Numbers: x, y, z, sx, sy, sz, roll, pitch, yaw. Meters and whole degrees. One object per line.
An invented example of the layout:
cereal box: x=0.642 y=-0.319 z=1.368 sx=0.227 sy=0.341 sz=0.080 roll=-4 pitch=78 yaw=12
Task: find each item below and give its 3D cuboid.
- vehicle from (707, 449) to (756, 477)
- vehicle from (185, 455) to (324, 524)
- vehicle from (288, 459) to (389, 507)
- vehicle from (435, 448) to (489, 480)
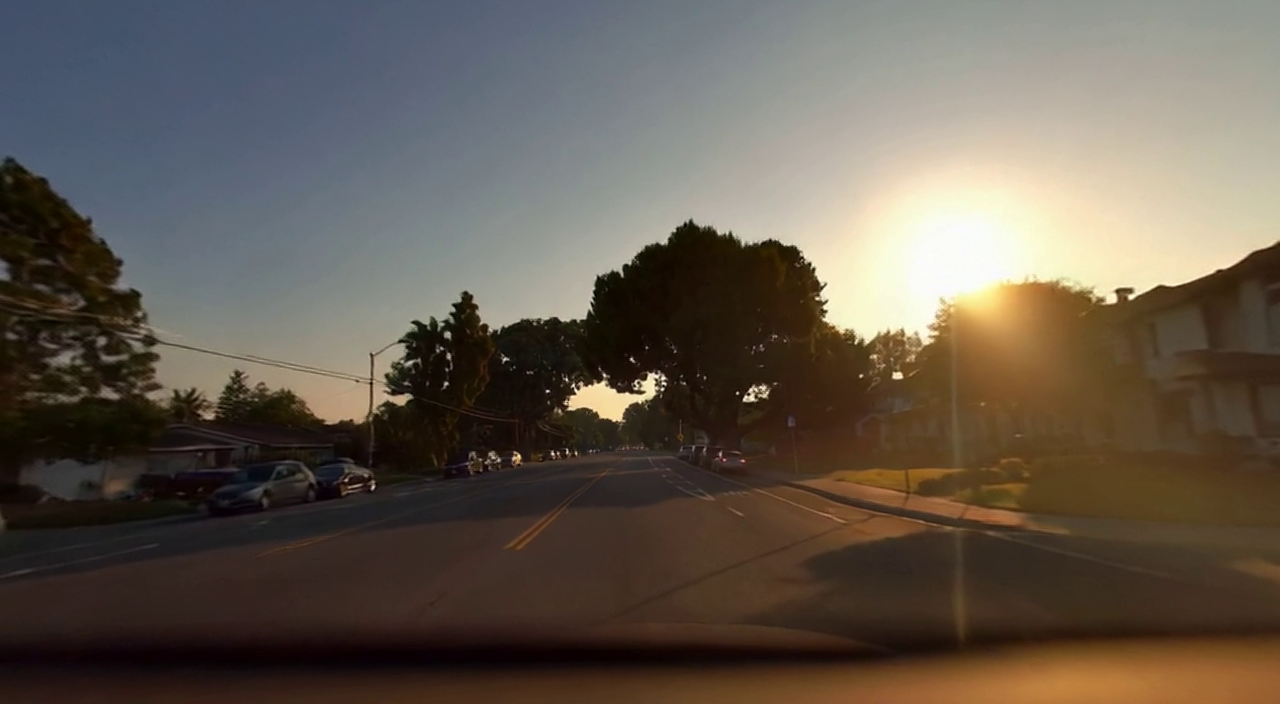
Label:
vehicle: x=5.003 y=6.111 z=35.098 sx=1.923 sy=1.454 sz=4.460 roll=0 pitch=-9 yaw=-2
vehicle: x=-12.627 y=4.460 z=21.056 sx=1.988 sy=1.741 sz=4.379 roll=-7 pitch=-9 yaw=-1
vehicle: x=-12.190 y=5.284 z=25.889 sx=1.872 sy=1.472 sz=4.719 roll=-6 pitch=-9 yaw=-1
vehicle: x=-12.198 y=7.742 z=43.737 sx=2.156 sy=1.935 sz=5.464 roll=-3 pitch=-10 yaw=0
